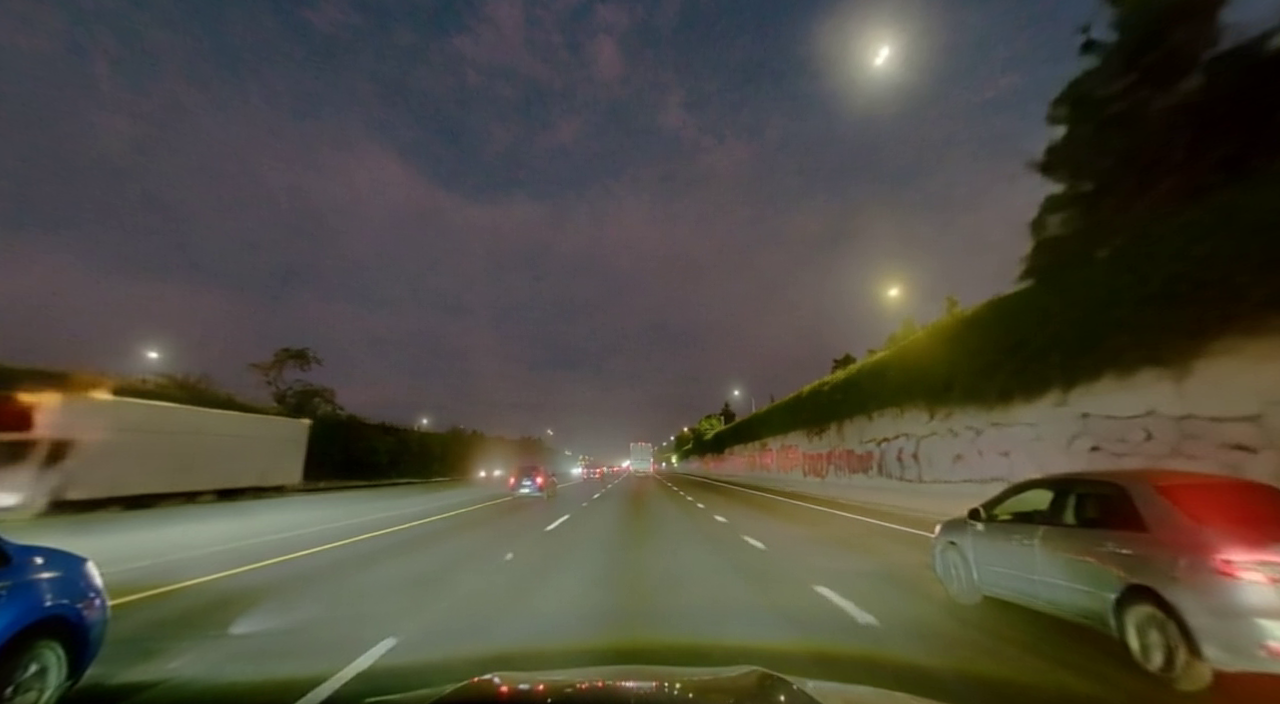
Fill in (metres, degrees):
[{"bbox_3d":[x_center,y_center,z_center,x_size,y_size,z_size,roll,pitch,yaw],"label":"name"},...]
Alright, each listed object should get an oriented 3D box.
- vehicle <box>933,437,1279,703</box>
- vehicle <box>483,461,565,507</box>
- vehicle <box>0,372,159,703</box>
[{"bbox_3d":[4.113,1.429,4.527,1.917,1.458,4.199,1,-10,-1],"label":"vehicle"},{"bbox_3d":[-3.993,4.634,22.441,2.054,1.443,4.131,0,-10,1],"label":"vehicle"},{"bbox_3d":[-3.392,0.591,0.776,2.004,1.610,4.508,1,-10,0],"label":"vehicle"}]
